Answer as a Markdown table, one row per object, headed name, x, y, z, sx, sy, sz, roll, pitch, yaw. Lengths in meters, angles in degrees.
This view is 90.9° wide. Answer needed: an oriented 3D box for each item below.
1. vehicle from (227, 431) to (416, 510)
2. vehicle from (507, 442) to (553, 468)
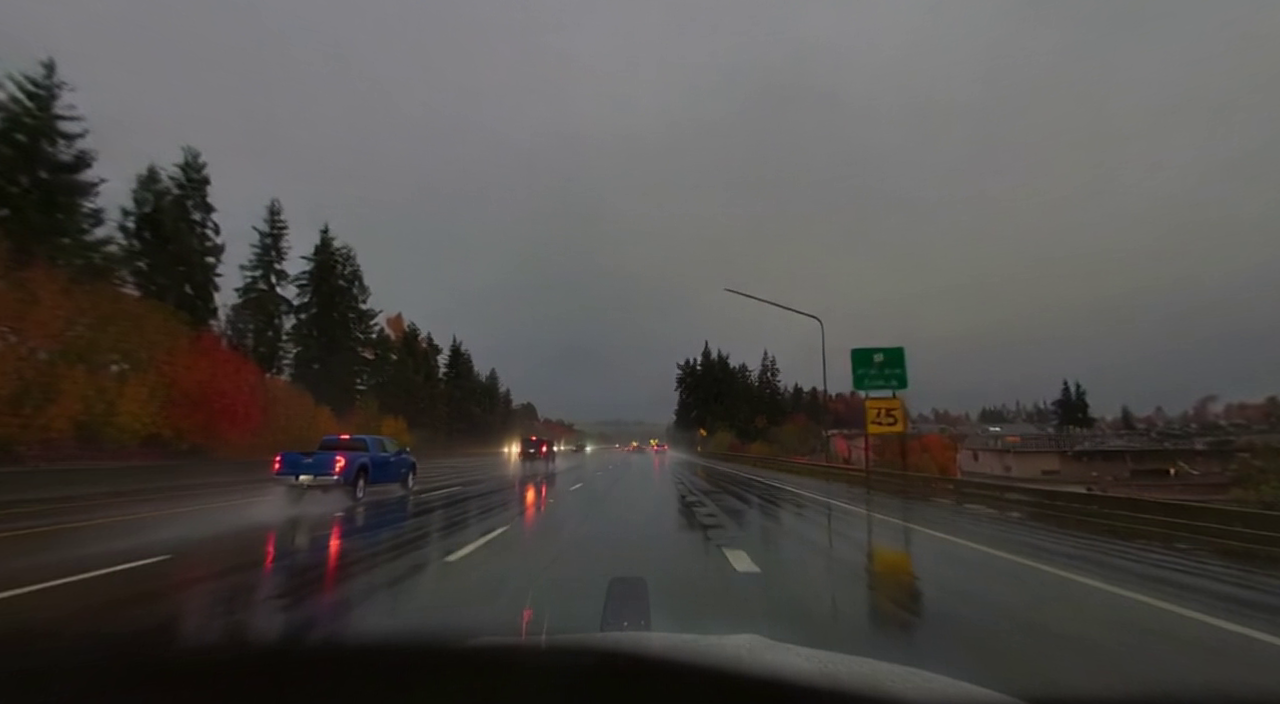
| name | x | y | z | sx | sy | sz | roll | pitch | yaw |
| --- | --- | --- | --- | --- | --- | --- | --- | --- | --- |
| vehicle | -7.279 | 2.732 | 15.099 | 1.965 | 1.567 | 4.686 | 0 | -8 | 1 |
| vehicle | -6.714 | 6.287 | 38.847 | 1.919 | 1.499 | 4.234 | 0 | -8 | 2 |
